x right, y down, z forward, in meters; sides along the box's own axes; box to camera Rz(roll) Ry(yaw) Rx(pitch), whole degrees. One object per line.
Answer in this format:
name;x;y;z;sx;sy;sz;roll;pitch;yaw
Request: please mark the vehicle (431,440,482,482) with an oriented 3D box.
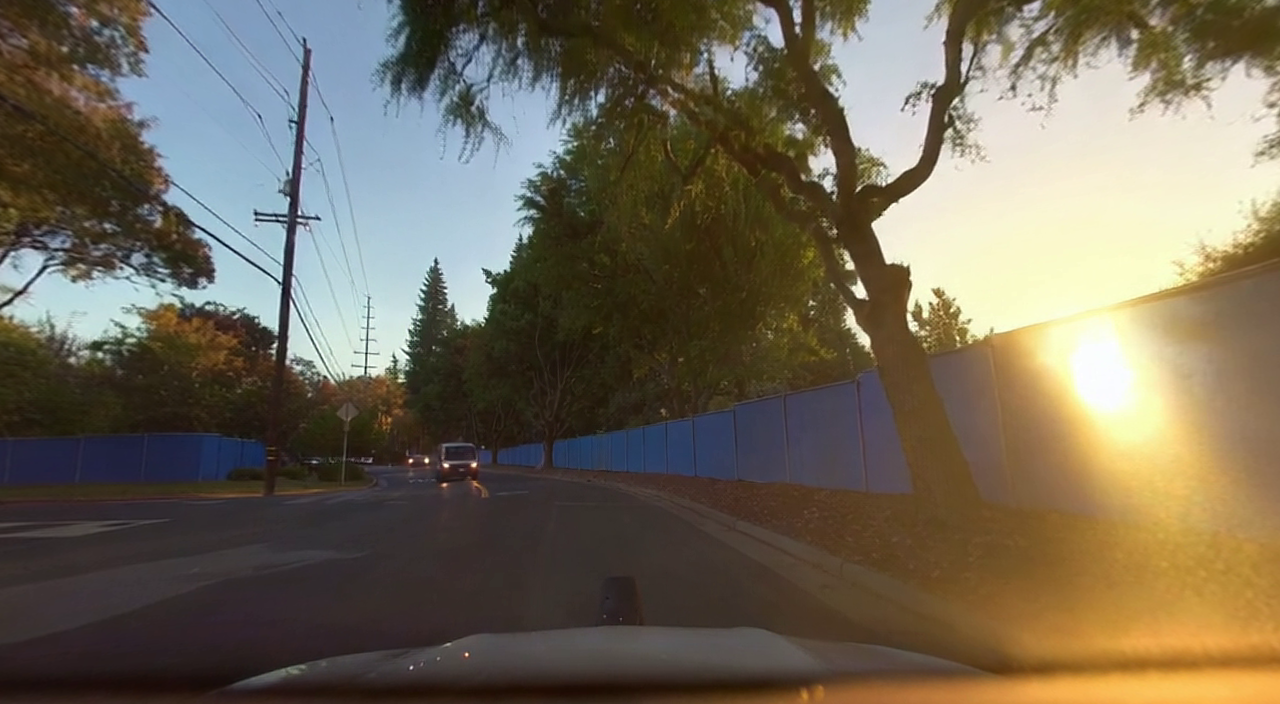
vehicle;-9.056;5.376;31.471;2.185;1.901;4.177;2;-9;-14
